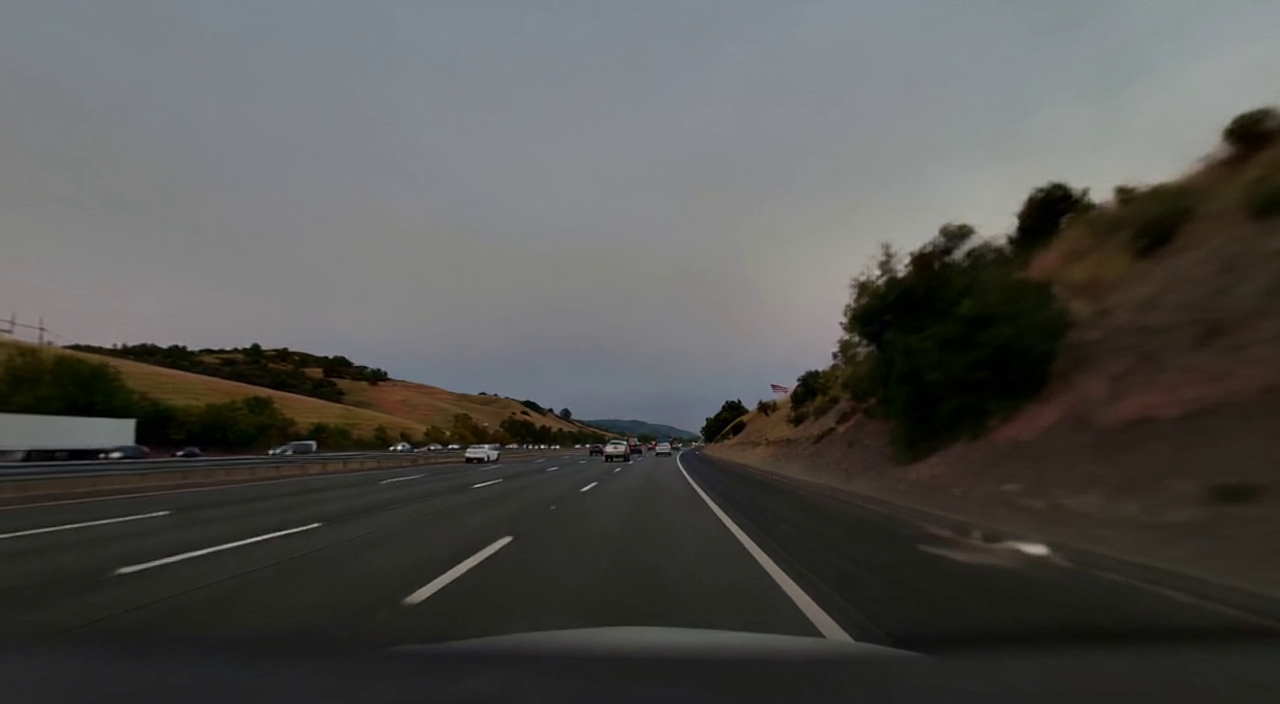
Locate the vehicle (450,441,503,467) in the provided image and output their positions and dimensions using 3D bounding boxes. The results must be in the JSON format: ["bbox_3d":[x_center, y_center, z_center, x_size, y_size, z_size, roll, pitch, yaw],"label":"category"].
[{"bbox_3d":[-9.995,6.265,38.981,1.927,1.454,4.395,-1,-8,3],"label":"vehicle"}]

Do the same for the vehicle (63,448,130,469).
[{"bbox_3d":[-41.201,8.047,47.883,1.711,1.456,3.747,1,-9,0],"label":"vehicle"}]
